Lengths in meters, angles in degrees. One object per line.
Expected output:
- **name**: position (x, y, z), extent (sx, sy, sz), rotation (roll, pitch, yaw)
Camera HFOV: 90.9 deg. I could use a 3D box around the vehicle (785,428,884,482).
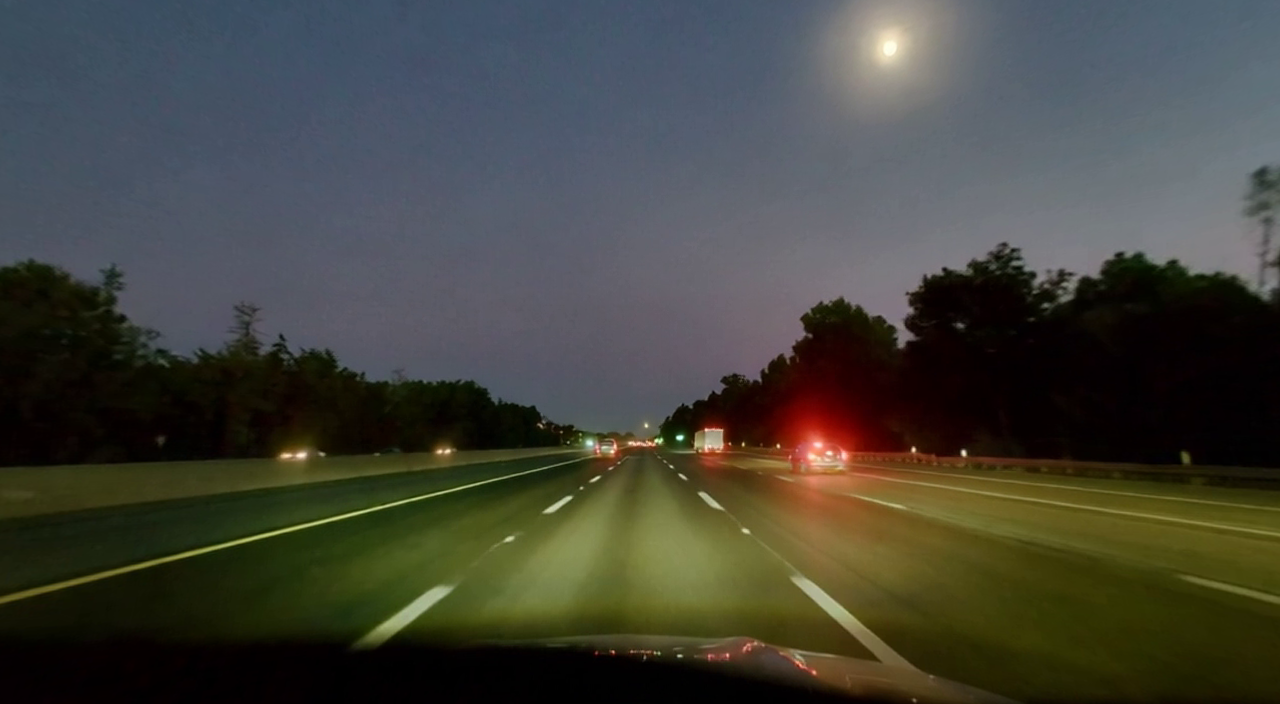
- **vehicle**: position (6.654, 3.586, 22.147), extent (2.063, 1.706, 4.259), rotation (0, -8, -1)
